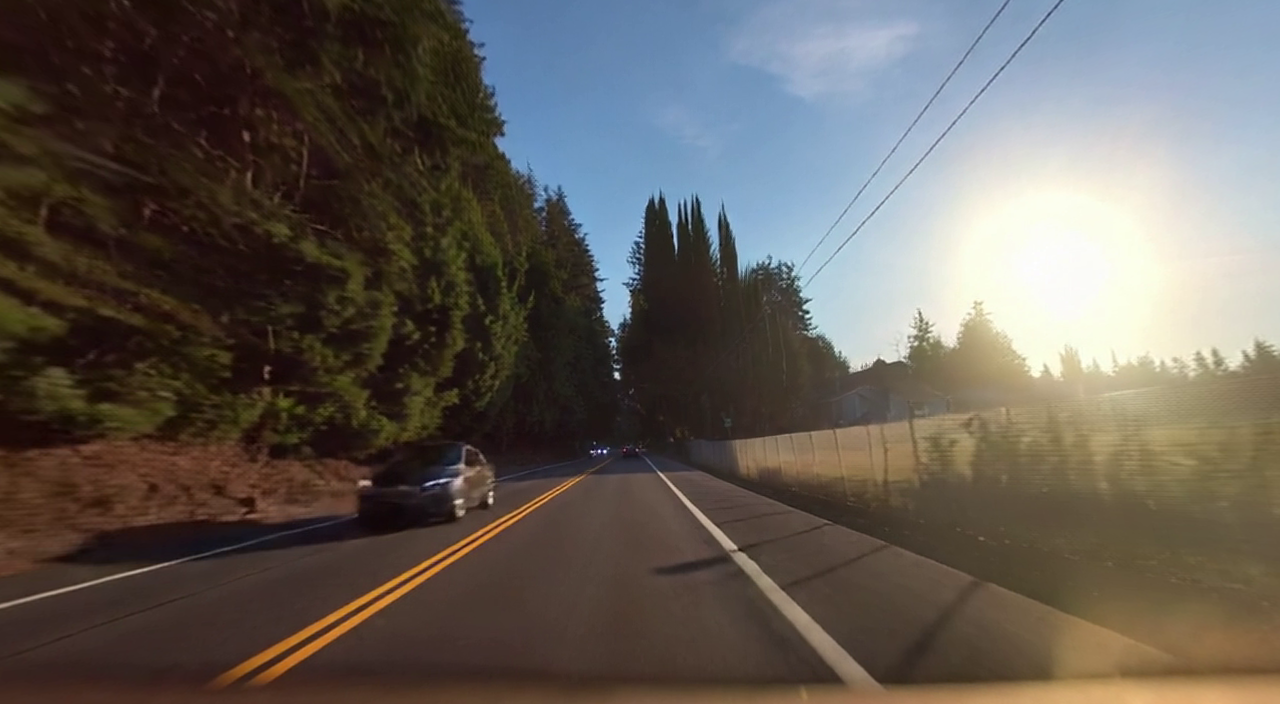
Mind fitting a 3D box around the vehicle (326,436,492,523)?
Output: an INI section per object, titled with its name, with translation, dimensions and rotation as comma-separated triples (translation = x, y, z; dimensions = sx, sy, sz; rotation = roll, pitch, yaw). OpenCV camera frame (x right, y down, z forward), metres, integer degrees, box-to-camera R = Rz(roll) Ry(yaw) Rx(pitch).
[vehicle]
translation = -5.064, 2.851, 14.709
dimensions = 2.129, 1.664, 4.528
rotation = 0, -9, 0
